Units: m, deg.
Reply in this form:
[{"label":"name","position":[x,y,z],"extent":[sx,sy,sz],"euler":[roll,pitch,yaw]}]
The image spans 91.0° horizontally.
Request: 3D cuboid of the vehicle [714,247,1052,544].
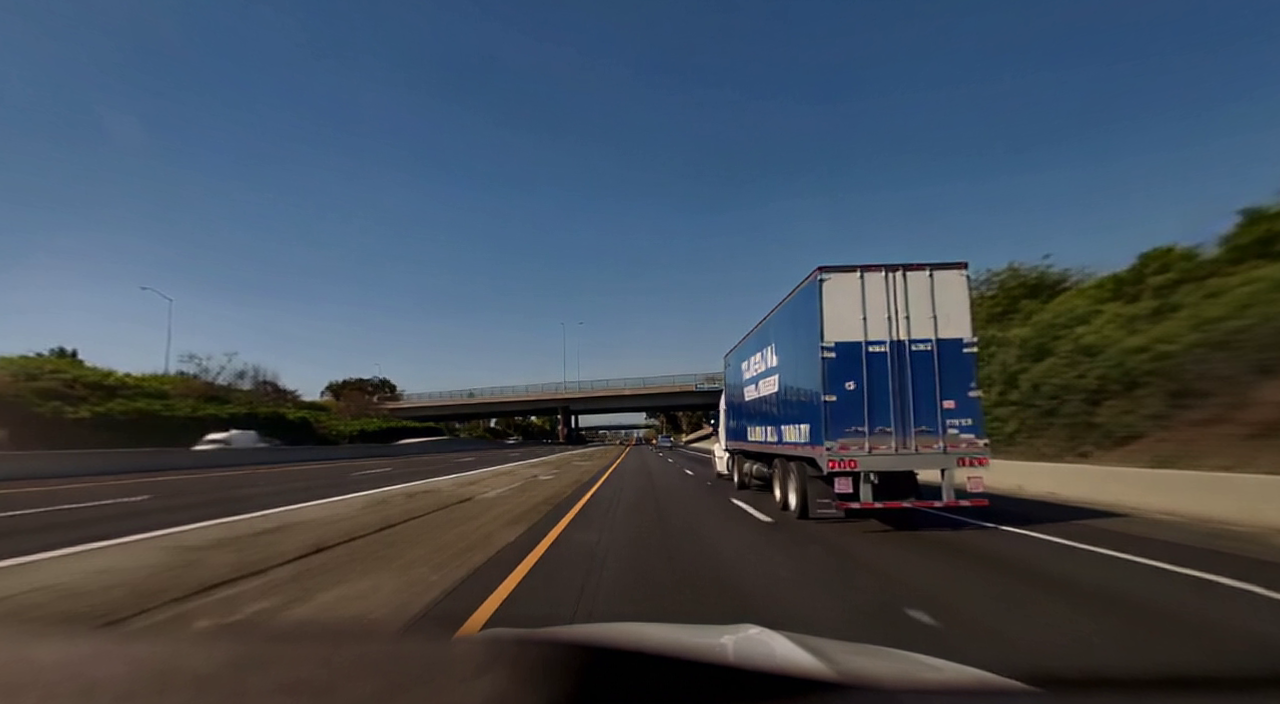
[{"label":"vehicle","position":[4.095,1.541,15.676],"extent":[3.006,4.093,14.142],"euler":[0,-8,1]}]
